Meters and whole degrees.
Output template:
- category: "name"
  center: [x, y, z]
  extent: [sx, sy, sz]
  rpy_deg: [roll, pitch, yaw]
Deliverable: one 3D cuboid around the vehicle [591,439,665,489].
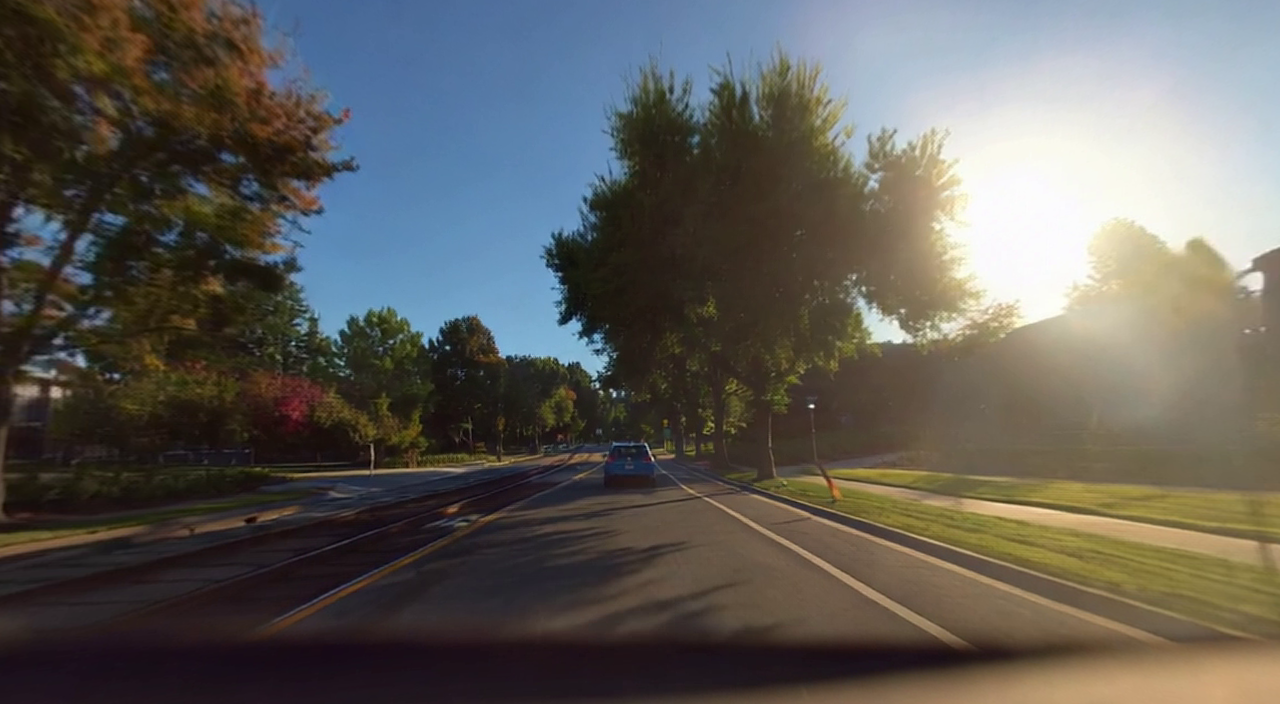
- category: "vehicle"
  center: [-0.384, 3.809, 21.820]
  extent: [2.295, 1.510, 4.364]
  rpy_deg: [0, -9, 0]
